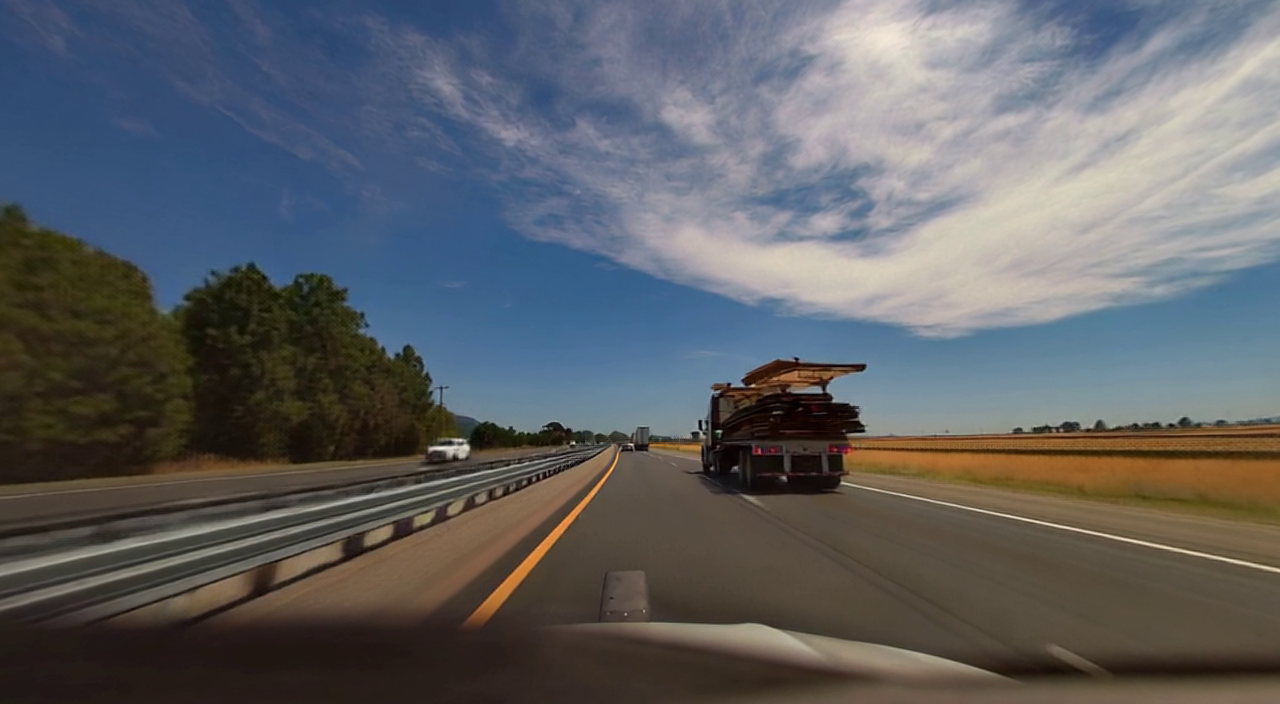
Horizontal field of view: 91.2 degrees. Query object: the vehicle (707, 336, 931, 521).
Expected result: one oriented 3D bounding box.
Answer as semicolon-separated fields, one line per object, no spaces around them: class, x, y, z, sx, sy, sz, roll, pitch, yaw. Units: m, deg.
vehicle;4.793;2.784;22.226;3.023;4.054;16.882;0;-8;0
